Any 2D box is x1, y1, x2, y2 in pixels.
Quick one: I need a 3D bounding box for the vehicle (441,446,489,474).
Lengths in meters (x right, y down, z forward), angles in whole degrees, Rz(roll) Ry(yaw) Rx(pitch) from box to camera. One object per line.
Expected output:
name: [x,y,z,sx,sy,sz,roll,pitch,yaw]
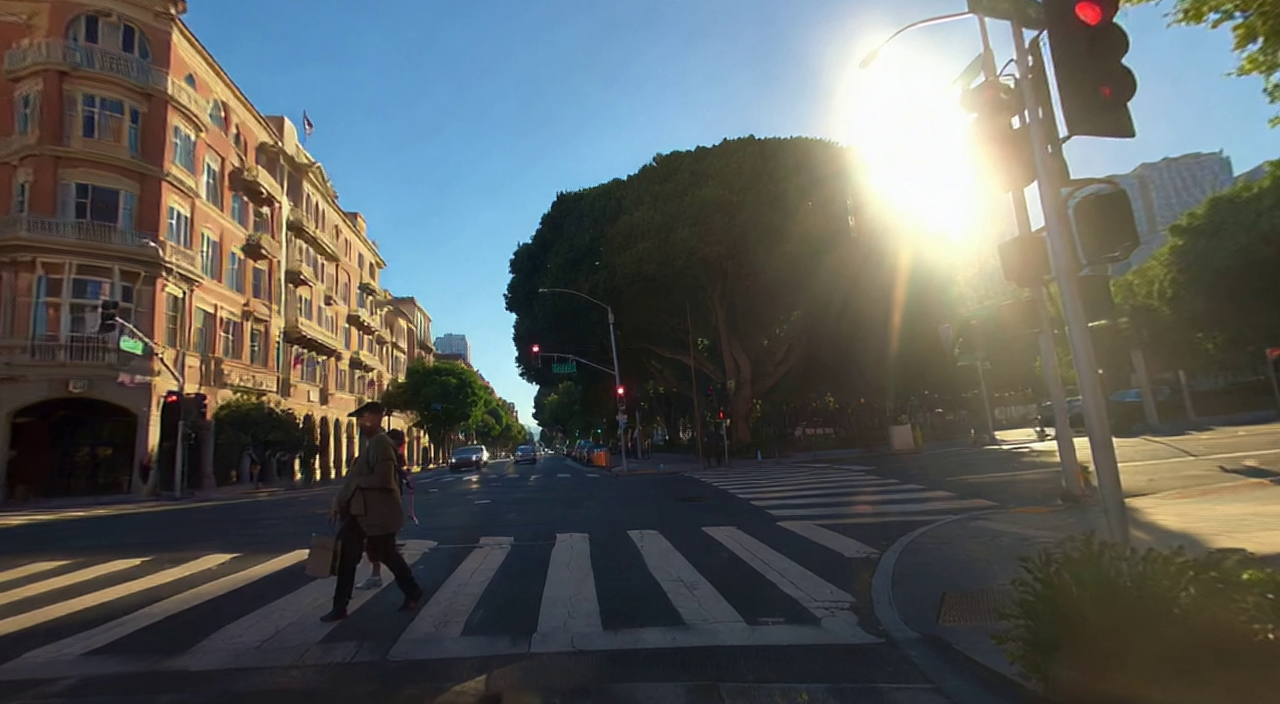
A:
vehicle: [-10.470,6.460,38.078,2.196,1.503,4.371,1,-8,-8]
